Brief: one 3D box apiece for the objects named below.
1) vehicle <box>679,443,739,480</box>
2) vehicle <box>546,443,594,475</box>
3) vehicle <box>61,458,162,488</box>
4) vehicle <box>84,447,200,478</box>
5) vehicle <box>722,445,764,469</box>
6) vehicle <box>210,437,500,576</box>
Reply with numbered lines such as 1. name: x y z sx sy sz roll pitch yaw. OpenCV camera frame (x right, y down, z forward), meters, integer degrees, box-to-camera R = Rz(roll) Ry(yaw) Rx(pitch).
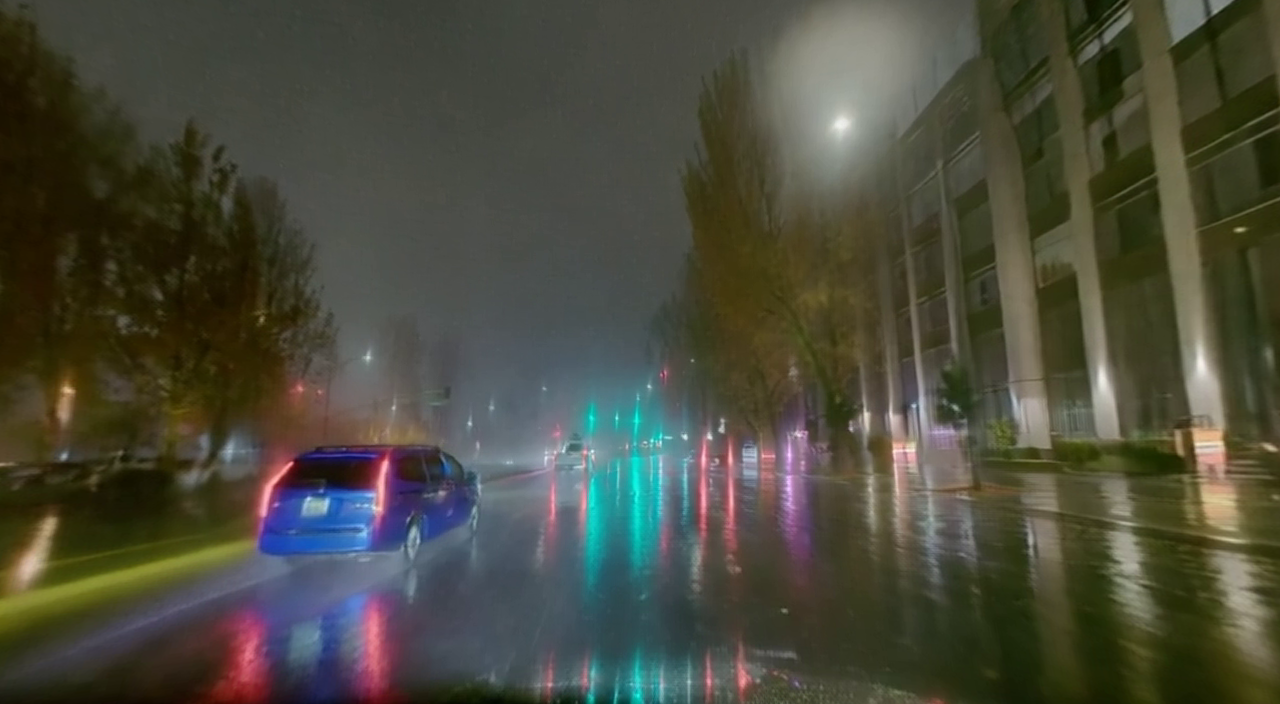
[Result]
1. vehicle: 2.929 4.762 27.744 1.961 1.482 4.538 0 -9 -2
2. vehicle: -3.869 6.005 35.680 2.145 1.694 4.642 0 -8 1
3. vehicle: -29.105 6.664 34.872 3.907 1.533 1.829 0 -9 -1
4. vehicle: -29.488 6.524 37.523 4.987 1.709 2.267 -1 -9 2
5. vehicle: 6.621 6.798 41.049 1.896 1.479 4.416 0 -9 -2
6. vehicle: -3.540 1.991 9.012 2.060 1.466 4.387 0 -9 0
